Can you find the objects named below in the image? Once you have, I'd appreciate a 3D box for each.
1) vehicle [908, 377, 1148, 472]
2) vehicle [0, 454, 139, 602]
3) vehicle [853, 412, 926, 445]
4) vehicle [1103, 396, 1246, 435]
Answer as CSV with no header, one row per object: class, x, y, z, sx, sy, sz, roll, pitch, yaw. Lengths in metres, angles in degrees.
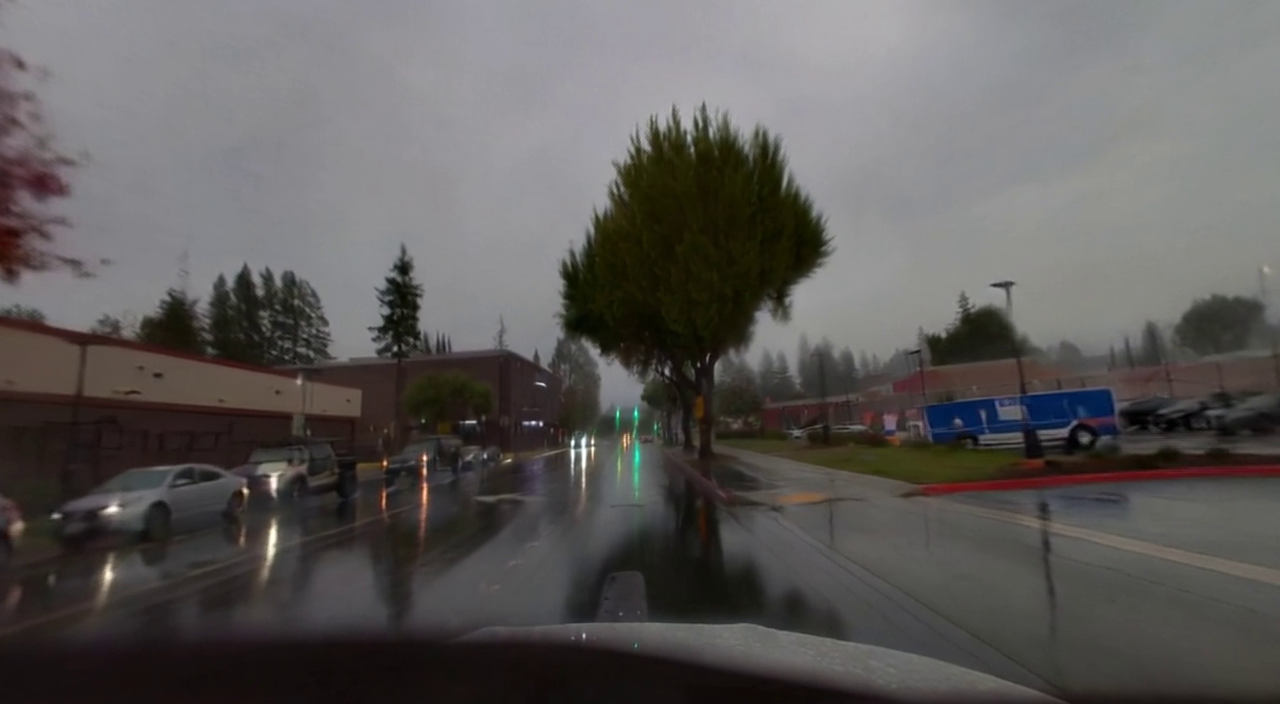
vehicle,11.000,2.057,18.138,5.453,1.794,2.011,-8,-6,-2
vehicle,-8.532,1.991,6.650,1.879,1.543,4.778,-13,-13,43
vehicle,18.026,5.554,45.647,4.625,1.729,2.048,-10,-7,19
vehicle,23.849,2.859,28.200,4.521,1.634,1.996,0,-8,0
